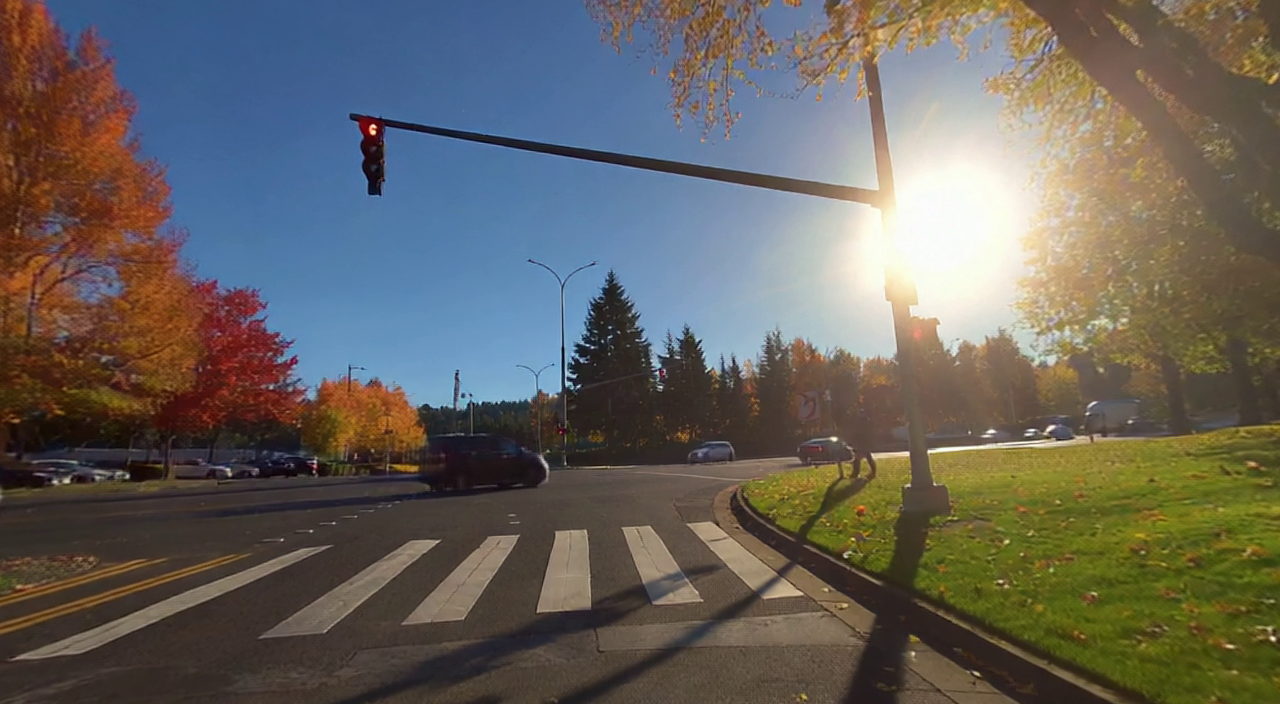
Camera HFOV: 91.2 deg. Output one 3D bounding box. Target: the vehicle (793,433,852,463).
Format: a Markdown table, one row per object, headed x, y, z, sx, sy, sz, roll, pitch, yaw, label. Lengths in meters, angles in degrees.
| x | y | z | sx | sy | sz | roll | pitch | yaw | label |
| --- | --- | --- | --- | --- | --- | --- | --- | --- | --- |
| 11.879 | 6.233 | 40.689 | 1.988 | 1.853 | 4.314 | -8 | -11 | 40 | vehicle |

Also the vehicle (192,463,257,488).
| x | y | z | sx | sy | sz | roll | pitch | yaw | label |
| --- | --- | --- | --- | --- | --- | --- | --- | --- | --- |
| -28.540 | 8.482 | 43.181 | 1.768 | 1.465 | 3.972 | 0 | -9 | -1 | vehicle |

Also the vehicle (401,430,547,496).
| x | y | z | sx | sy | sz | roll | pitch | yaw | label |
| --- | --- | --- | --- | --- | --- | --- | --- | --- | --- |
| -5.370 | 3.617 | 20.756 | 1.942 | 1.920 | 4.263 | -8 | -11 | 39 | vehicle |

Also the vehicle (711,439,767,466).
| x | y | z | sx | sy | sz | roll | pitch | yaw | label |
| --- | --- | --- | --- | --- | --- | --- | --- | --- | --- |
| 6.991 | 7.014 | 43.915 | 1.867 | 1.743 | 4.259 | -8 | -11 | 39 | vehicle |

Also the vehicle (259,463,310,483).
| x | y | z | sx | sy | sz | roll | pitch | yaw | label |
| --- | --- | --- | --- | --- | --- | --- | --- | --- | --- |
| -28.133 | 9.582 | 49.741 | 1.776 | 1.452 | 3.920 | 0 | -9 | 0 | vehicle |

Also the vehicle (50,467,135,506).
| x | y | z | sx | sy | sz | roll | pitch | yaw | label |
| --- | --- | --- | --- | --- | --- | --- | --- | --- | --- |
| -25.399 | 6.220 | 29.260 | 1.694 | 1.528 | 4.225 | 3 | -9 | -23 | vehicle |

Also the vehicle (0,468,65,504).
| x | y | z | sx | sy | sz | roll | pitch | yaw | label |
| --- | --- | --- | --- | --- | --- | --- | --- | --- | --- |
| -30.327 | 6.455 | 30.341 | 1.800 | 1.520 | 3.968 | 2 | -9 | -13 | vehicle |

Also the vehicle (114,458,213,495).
| x | y | z | sx | sy | sz | roll | pitch | yaw | label |
| --- | --- | --- | --- | --- | --- | --- | --- | --- | --- |
| -27.830 | 7.269 | 36.893 | 2.064 | 1.913 | 5.081 | 0 | -9 | -4 | vehicle |
